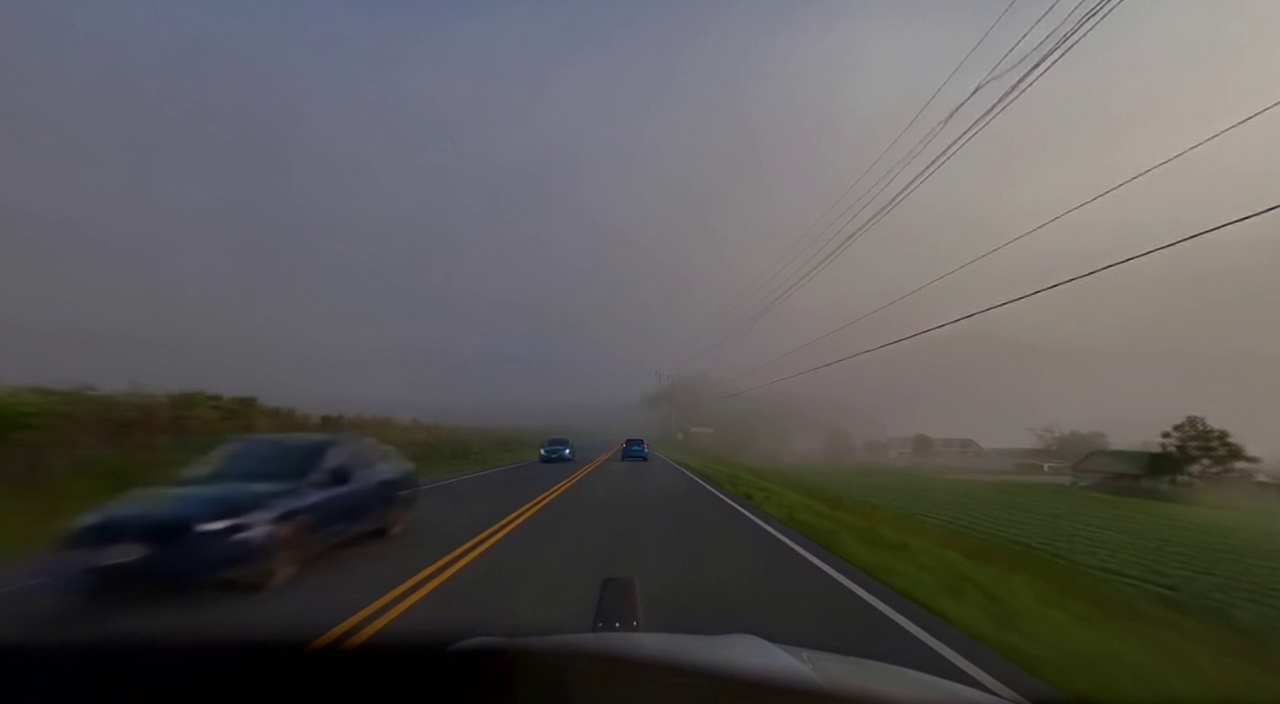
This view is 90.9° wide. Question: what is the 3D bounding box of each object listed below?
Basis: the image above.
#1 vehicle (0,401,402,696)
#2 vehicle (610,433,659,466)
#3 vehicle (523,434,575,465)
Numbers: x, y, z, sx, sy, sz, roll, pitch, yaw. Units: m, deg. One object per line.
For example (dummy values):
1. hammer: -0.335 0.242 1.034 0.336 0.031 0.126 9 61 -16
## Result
1. vehicle: -3.827 1.279 5.344 2.034 1.484 4.183 0 -8 -1
2. vehicle: -0.271 4.741 30.842 2.241 1.471 3.829 0 -8 -1
3. vehicle: -4.578 4.973 32.334 2.091 1.470 4.490 0 -8 -1
